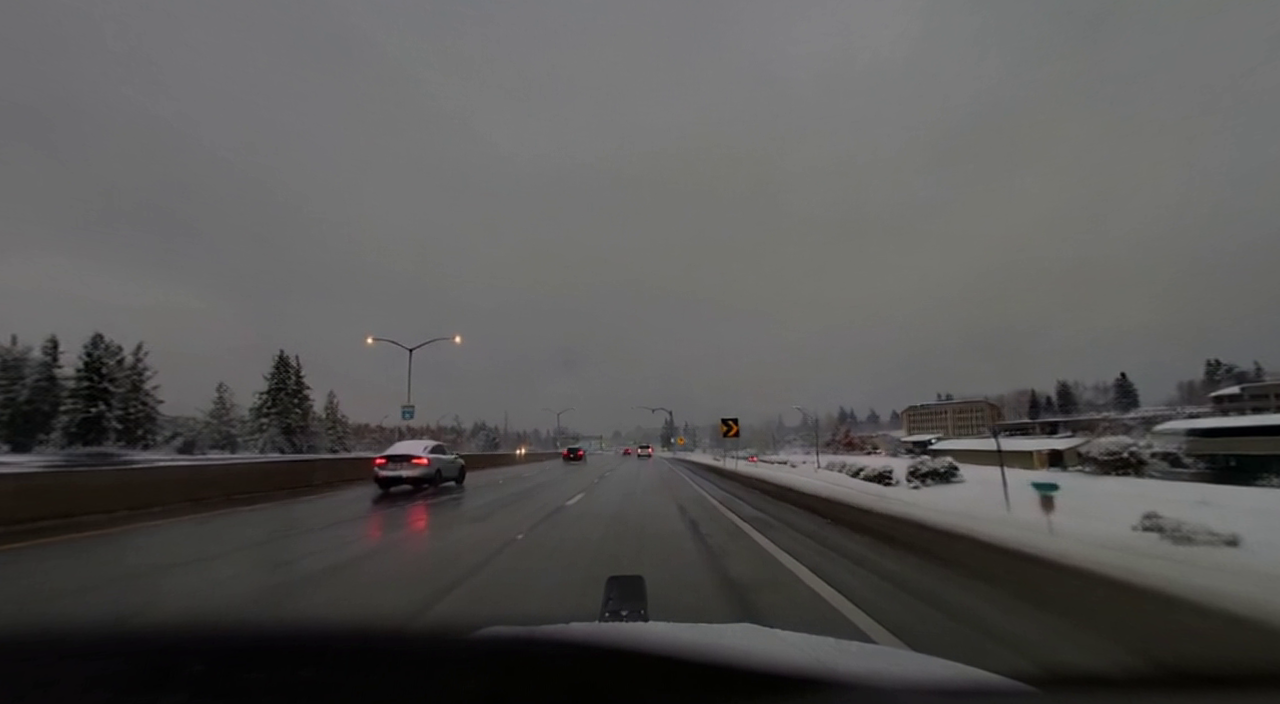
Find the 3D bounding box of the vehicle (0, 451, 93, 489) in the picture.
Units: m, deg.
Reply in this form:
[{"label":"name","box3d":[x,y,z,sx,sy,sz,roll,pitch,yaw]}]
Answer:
[{"label":"vehicle","box3d":[-28.650,5.450,29.475,1.968,1.600,4.581,0,-8,0]}]

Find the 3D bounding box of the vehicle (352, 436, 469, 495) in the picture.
[{"label":"vehicle","box3d":[-7.250,3.627,20.502,2.088,1.678,4.426,0,-8,1]}]
